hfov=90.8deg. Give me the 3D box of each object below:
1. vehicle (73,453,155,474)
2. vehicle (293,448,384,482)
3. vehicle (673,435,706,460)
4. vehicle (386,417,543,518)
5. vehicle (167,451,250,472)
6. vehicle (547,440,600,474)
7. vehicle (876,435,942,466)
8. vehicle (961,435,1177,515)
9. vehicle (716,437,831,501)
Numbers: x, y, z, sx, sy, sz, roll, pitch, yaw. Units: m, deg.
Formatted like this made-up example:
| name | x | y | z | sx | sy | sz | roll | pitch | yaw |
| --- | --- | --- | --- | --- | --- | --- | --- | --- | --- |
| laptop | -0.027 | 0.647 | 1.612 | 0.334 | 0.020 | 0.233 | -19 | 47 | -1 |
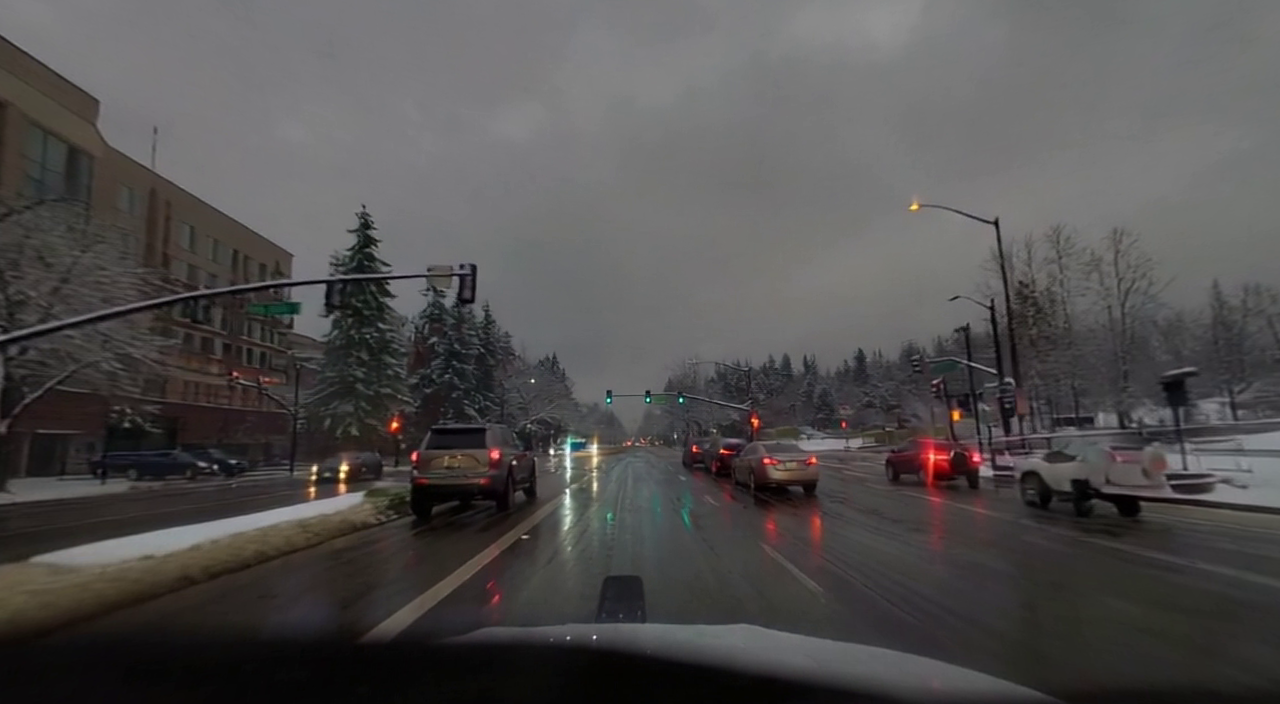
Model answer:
| name | x | y | z | sx | sy | sz | roll | pitch | yaw |
| --- | --- | --- | --- | --- | --- | --- | --- | --- | --- |
| vehicle | -39.206 | 8.308 | 47.164 | 4.409 | 1.447 | 1.821 | 0 | -8 | -1 |
| vehicle | -14.396 | 5.380 | 30.475 | 1.919 | 1.475 | 4.467 | -1 | -8 | 4 |
| vehicle | 3.646 | 7.151 | 47.354 | 2.090 | 1.737 | 4.299 | 0 | -8 | -1 |
| vehicle | -3.498 | 2.393 | 13.517 | 2.155 | 1.797 | 3.989 | -1 | -8 | 1 |
| vehicle | -32.060 | 8.155 | 47.012 | 4.768 | 1.481 | 1.949 | -1 | -8 | 1 |
| vehicle | -3.009 | 4.889 | 29.636 | 2.032 | 1.442 | 4.336 | 0 | -8 | 0 |
| vehicle | 15.246 | 5.519 | 35.675 | 2.173 | 1.614 | 4.335 | -7 | -11 | 39 |
| vehicle | 9.177 | 2.643 | 14.065 | 1.884 | 1.478 | 4.164 | 0 | -8 | 0 |
| vehicle | 3.450 | 3.120 | 17.305 | 2.054 | 1.473 | 4.511 | 0 | -8 | -2 |
